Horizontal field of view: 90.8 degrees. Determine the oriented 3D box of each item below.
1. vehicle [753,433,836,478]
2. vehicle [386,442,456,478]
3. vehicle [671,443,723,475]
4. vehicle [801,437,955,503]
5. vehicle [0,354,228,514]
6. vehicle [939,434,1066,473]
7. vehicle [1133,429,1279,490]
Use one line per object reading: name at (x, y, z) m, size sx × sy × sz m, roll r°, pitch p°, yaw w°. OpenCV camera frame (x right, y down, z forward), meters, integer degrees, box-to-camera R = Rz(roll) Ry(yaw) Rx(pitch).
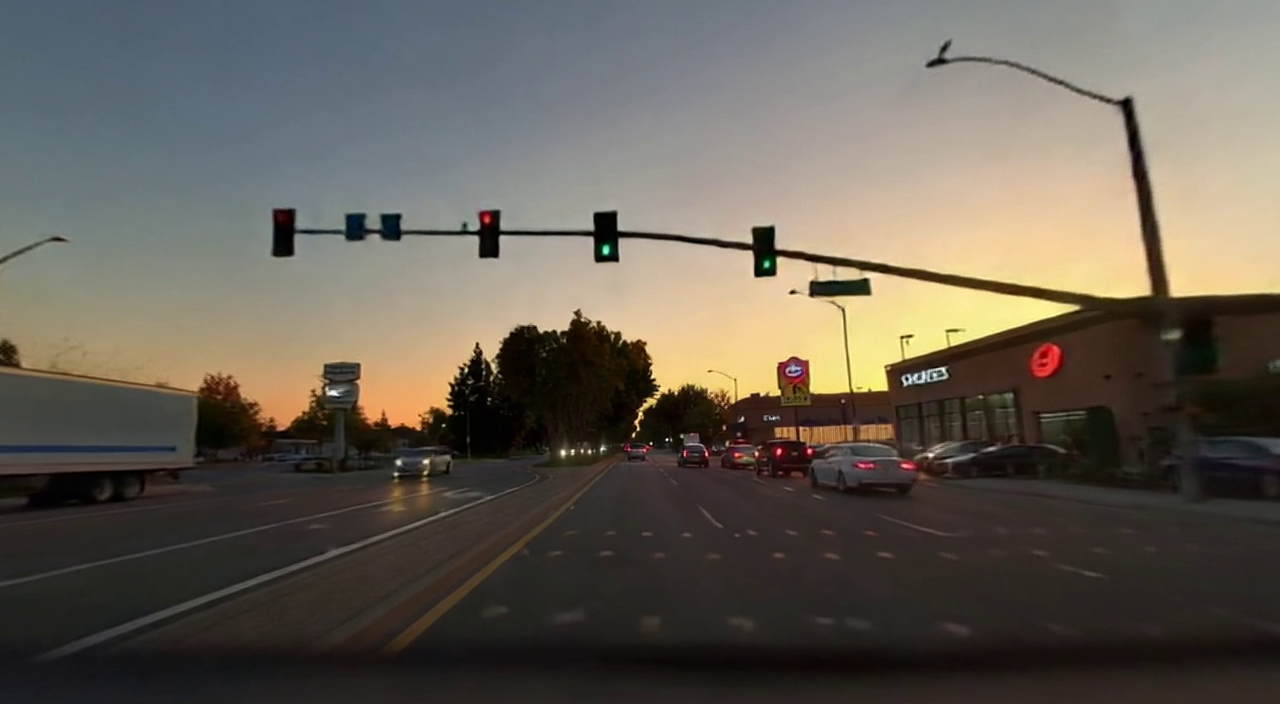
vehicle at (6.878, 4.676, 28.851) m, size 2.268 × 1.822 × 5.038 m, roll 0°, pitch -9°, yaw -3°
vehicle at (-11.819, 5.825, 34.429) m, size 2.102 × 1.793 × 4.694 m, roll 0°, pitch -8°, yaw 0°
vehicle at (2.712, 5.214, 31.027) m, size 2.099 × 1.463 × 4.365 m, roll 0°, pitch -8°, yaw -1°
vehicle at (6.083, 3.077, 16.940) m, size 2.150 × 1.485 × 4.919 m, roll 0°, pitch -9°, yaw -1°
vehicle at (-18.923, 2.372, 17.998) m, size 3.058 × 4.328 × 16.976 m, roll -1°, pitch -8°, yaw 0°
vehicle at (16.059, 4.515, 28.156) m, size 4.457 × 1.521 × 1.872 m, roll -2°, pitch -9°, yaw -3°
vehicle at (16.605, 2.868, 17.080) m, size 4.833 × 1.525 × 2.135 m, roll 0°, pitch -9°, yaw -3°
